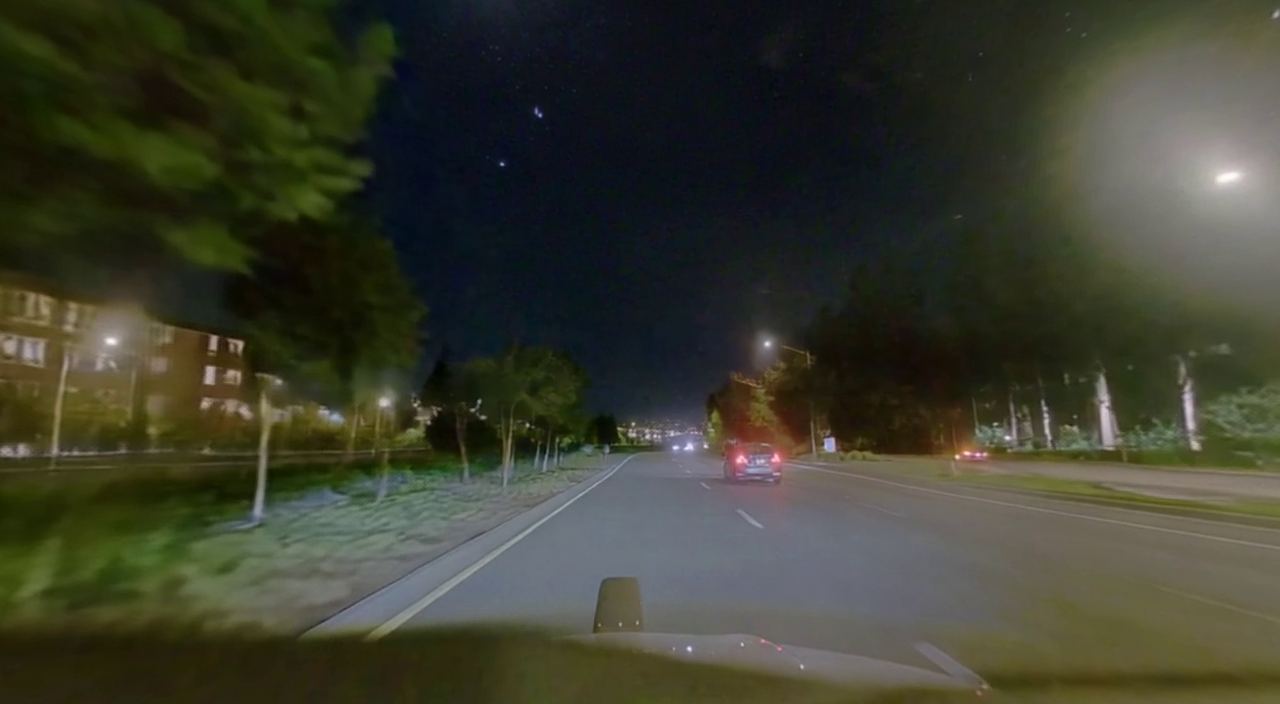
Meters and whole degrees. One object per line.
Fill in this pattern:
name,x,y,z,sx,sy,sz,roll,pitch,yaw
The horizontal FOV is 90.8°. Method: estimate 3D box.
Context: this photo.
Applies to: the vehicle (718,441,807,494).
vehicle,3.761,3.622,20.246,1.928,1.481,4.453,0,-9,0
